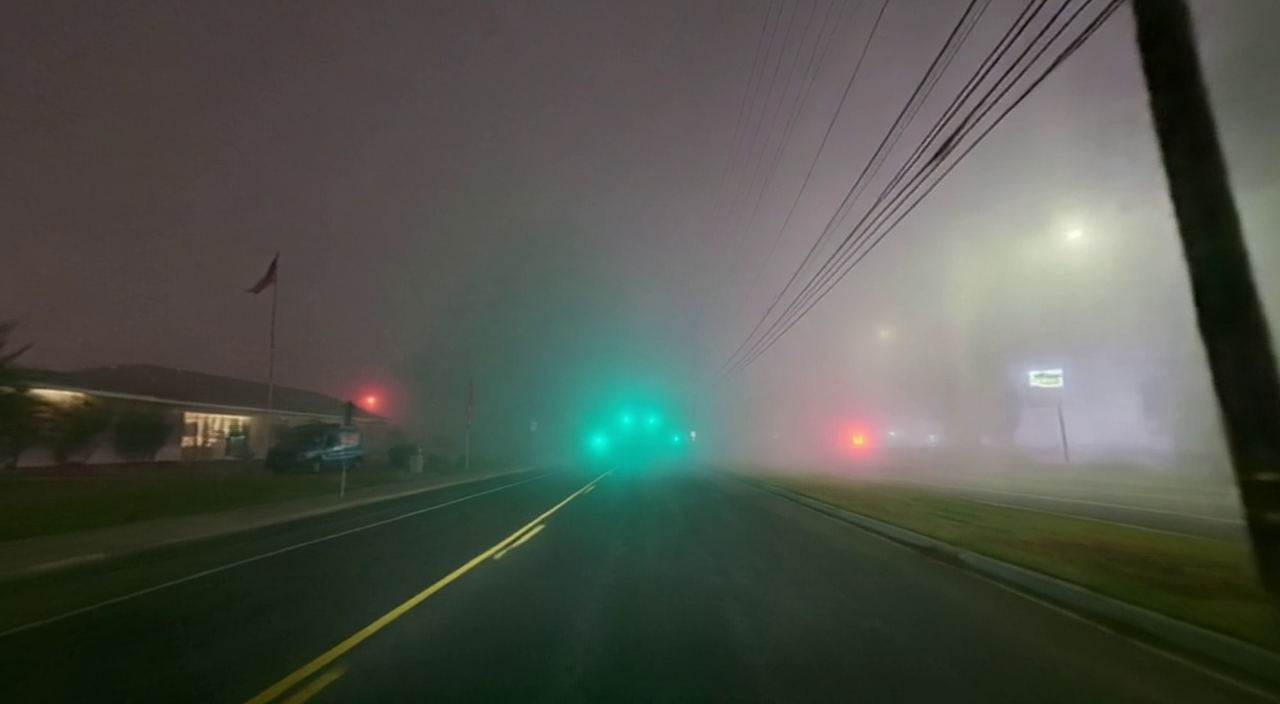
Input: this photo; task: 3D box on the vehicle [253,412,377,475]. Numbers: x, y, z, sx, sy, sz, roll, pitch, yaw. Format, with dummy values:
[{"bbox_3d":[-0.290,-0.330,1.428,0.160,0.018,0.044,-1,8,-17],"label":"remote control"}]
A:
[{"bbox_3d":[-13.064,3.749,25.896,2.476,2.256,5.686,0,-8,-5],"label":"vehicle"}]
